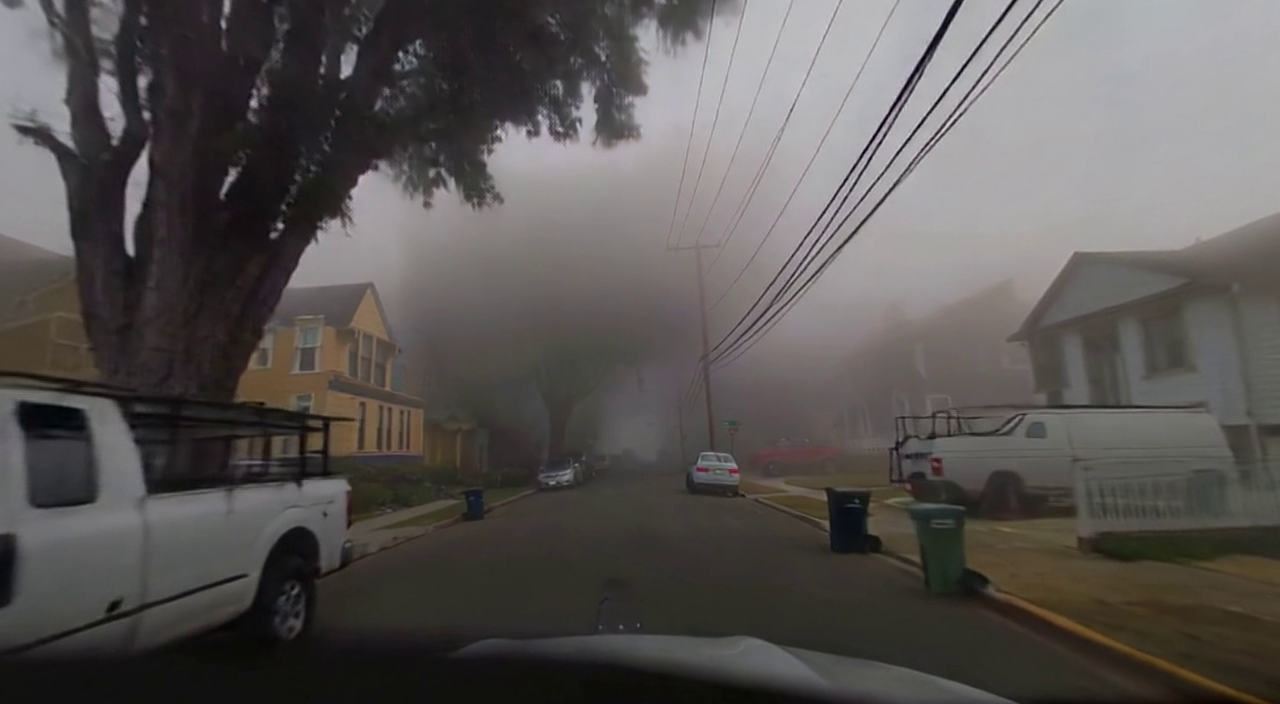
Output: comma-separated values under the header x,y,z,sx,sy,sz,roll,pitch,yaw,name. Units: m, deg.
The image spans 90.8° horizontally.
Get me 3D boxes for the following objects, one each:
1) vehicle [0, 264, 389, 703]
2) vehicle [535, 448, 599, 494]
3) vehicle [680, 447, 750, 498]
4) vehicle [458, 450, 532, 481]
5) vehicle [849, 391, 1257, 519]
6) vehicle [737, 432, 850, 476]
x,y,z,sx,sy,sz,roll,pitch,yaw,name
-3.518,0.847,2.825,2.399,2.085,5.589,-3,-8,2,vehicle
-3.408,5.615,30.307,2.204,1.655,4.813,-8,-8,0,vehicle
2.662,4.371,23.436,2.043,1.631,4.613,0,-8,0,vehicle
-9.168,7.173,40.132,4.088,1.779,2.109,0,-6,3,vehicle
7.235,1.855,11.682,5.974,2.066,2.152,0,-7,1,vehicle
7.911,5.308,33.020,5.274,2.170,2.205,0,-8,-2,vehicle
